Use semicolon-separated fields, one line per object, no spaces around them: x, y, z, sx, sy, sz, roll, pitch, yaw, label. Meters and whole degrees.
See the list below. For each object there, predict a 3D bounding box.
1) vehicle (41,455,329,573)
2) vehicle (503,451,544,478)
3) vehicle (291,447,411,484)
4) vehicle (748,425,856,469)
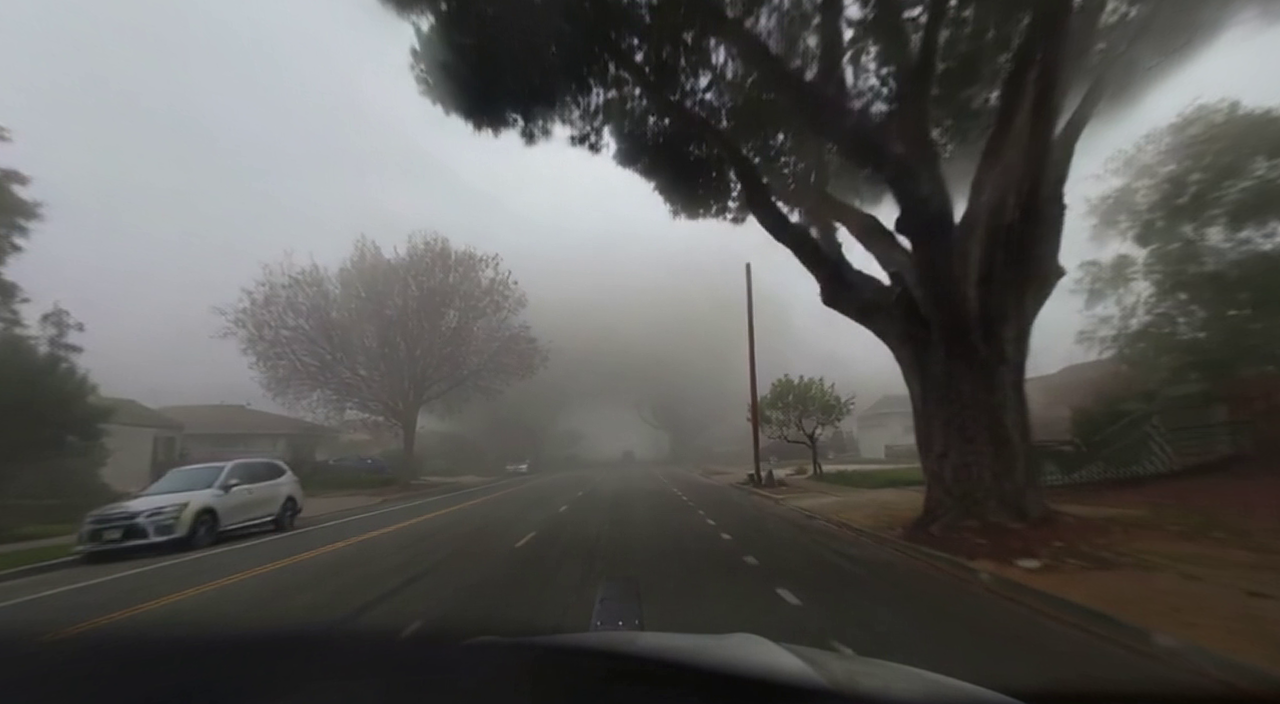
-7.632;2.685;11.337;1.919;1.492;4.547;-5;-9;-1;vehicle
-7.825;7.598;42.847;1.973;1.500;4.781;-5;-9;-2;vehicle
-14.414;5.650;31.733;4.995;1.760;1.988;0;-9;-3;vehicle
8.805;5.197;34.609;5.221;1.958;1.992;-4;-9;0;vehicle
